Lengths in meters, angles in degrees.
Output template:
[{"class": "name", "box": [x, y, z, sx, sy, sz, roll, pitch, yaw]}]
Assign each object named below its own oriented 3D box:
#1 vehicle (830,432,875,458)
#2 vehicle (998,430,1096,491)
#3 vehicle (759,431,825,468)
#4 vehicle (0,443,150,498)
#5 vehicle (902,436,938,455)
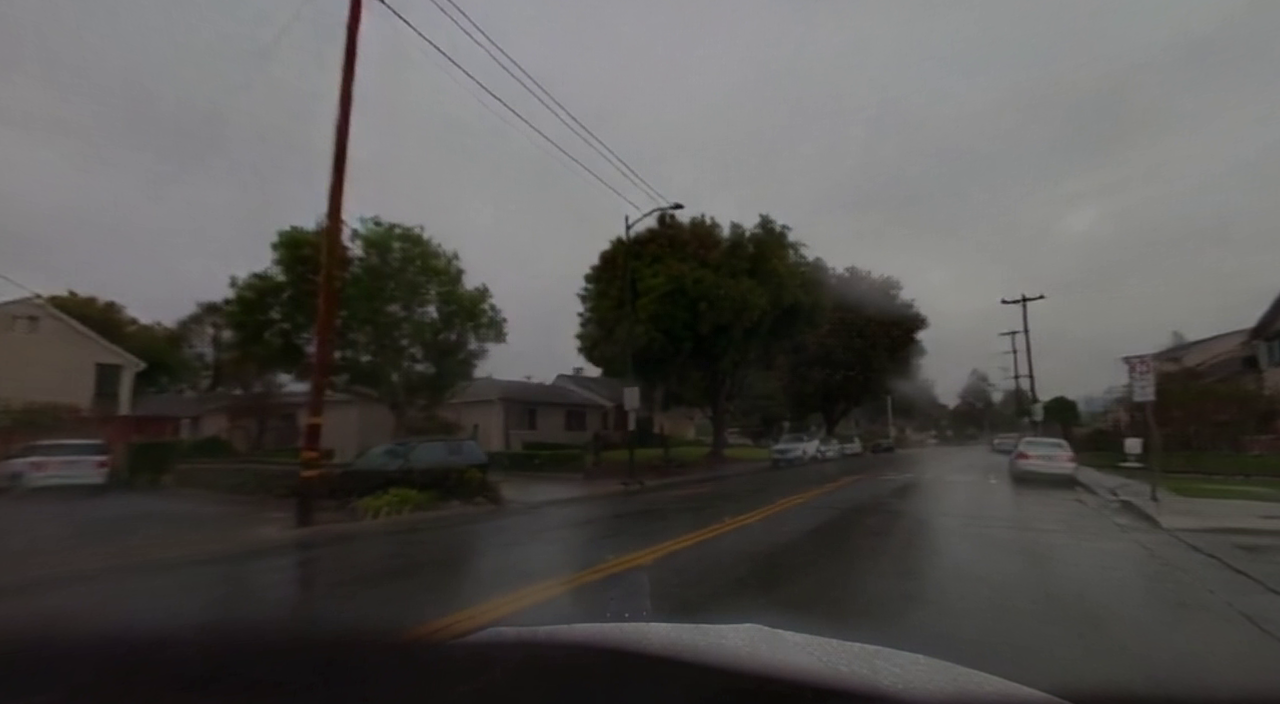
[{"class": "vehicle", "box": [15.707, 6.867, 46.466, 2.120, 1.799, 5.370, -6, -10, 28]}, {"class": "vehicle", "box": [11.552, 3.068, 18.204, 2.014, 1.482, 4.599, -5, -10, 29]}, {"class": "vehicle", "box": [7.915, 5.004, 32.471, 2.027, 1.695, 4.437, -8, -11, 28]}, {"class": "vehicle", "box": [-18.501, 3.751, 20.366, 1.650, 1.532, 3.784, -6, -9, 34]}, {"class": "vehicle", "box": [21.990, 7.330, 49.416, 2.079, 1.441, 4.541, -5, -10, 29]}]
